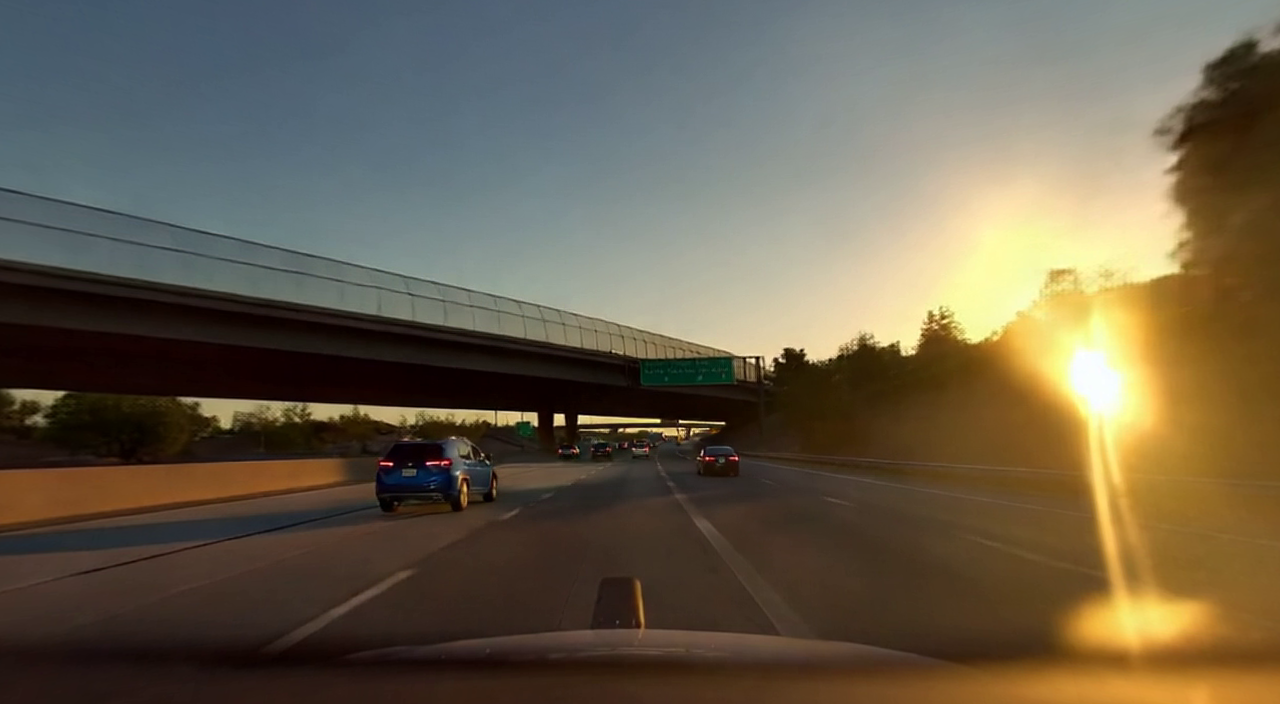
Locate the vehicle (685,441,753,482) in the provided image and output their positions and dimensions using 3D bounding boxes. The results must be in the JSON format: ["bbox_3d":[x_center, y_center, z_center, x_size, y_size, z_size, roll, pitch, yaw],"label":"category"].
[{"bbox_3d":[2.993,4.244,24.889,2.083,1.453,4.307,0,-8,-1],"label":"vehicle"}]

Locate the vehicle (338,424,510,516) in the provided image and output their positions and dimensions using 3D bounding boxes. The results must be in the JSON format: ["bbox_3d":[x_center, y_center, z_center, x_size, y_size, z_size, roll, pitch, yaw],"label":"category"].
[{"bbox_3d":[-4.367,2.443,13.596,2.193,1.641,4.077,0,-8,1],"label":"vehicle"}]
